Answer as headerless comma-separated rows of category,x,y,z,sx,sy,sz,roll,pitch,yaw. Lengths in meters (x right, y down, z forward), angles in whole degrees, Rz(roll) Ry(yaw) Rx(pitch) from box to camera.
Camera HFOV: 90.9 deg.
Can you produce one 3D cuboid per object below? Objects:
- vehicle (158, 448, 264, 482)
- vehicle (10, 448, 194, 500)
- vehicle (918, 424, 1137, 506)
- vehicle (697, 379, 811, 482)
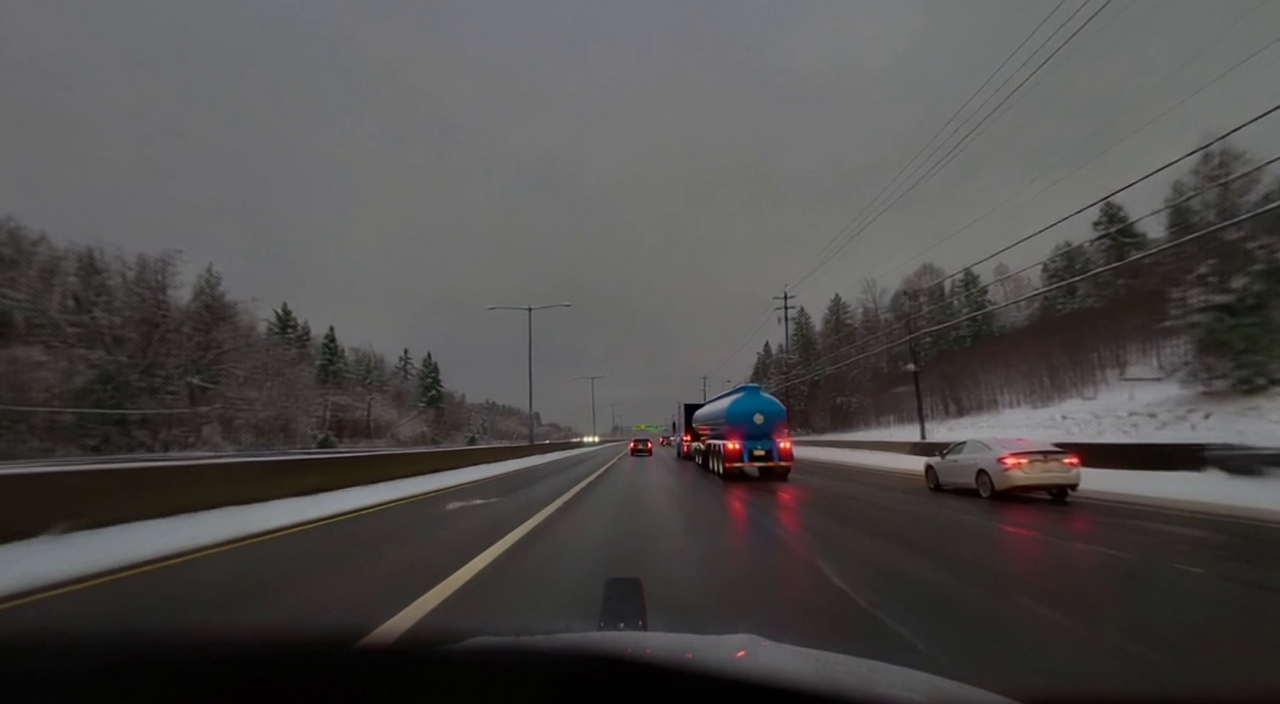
vehicle,-21.076,5.536,31.271,1.866,1.490,4.776,0,-8,1
vehicle,-17.564,3.953,21.006,1.932,1.493,4.728,0,-8,1
vehicle,8.157,2.417,13.938,1.905,1.480,4.624,0,-8,0
vehicle,3.900,3.005,23.612,2.791,3.179,8.074,0,-8,0
